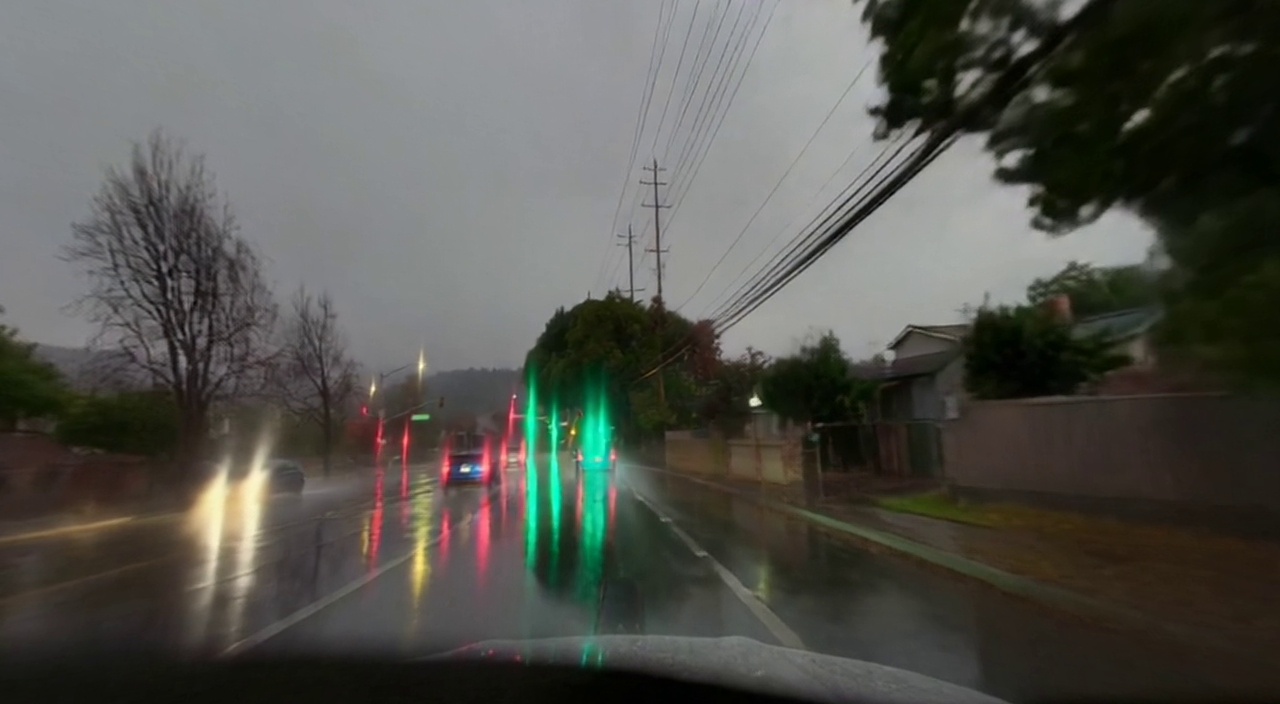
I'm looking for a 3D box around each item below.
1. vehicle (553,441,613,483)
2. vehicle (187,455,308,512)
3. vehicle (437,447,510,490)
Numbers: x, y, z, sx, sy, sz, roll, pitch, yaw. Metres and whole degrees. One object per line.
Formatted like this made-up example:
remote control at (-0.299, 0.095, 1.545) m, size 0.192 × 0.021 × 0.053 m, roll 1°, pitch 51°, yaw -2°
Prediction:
vehicle at (-2.314, 4.374, 25.393) m, size 2.168 × 1.504 × 4.284 m, roll 0°, pitch -9°, yaw -6°
vehicle at (-16.911, 5.638, 27.675) m, size 2.094 × 2.000 × 5.603 m, roll 1°, pitch -7°, yaw -5°
vehicle at (-6.196, 4.350, 23.960) m, size 1.913 × 1.425 × 4.235 m, roll 0°, pitch -9°, yaw -4°
